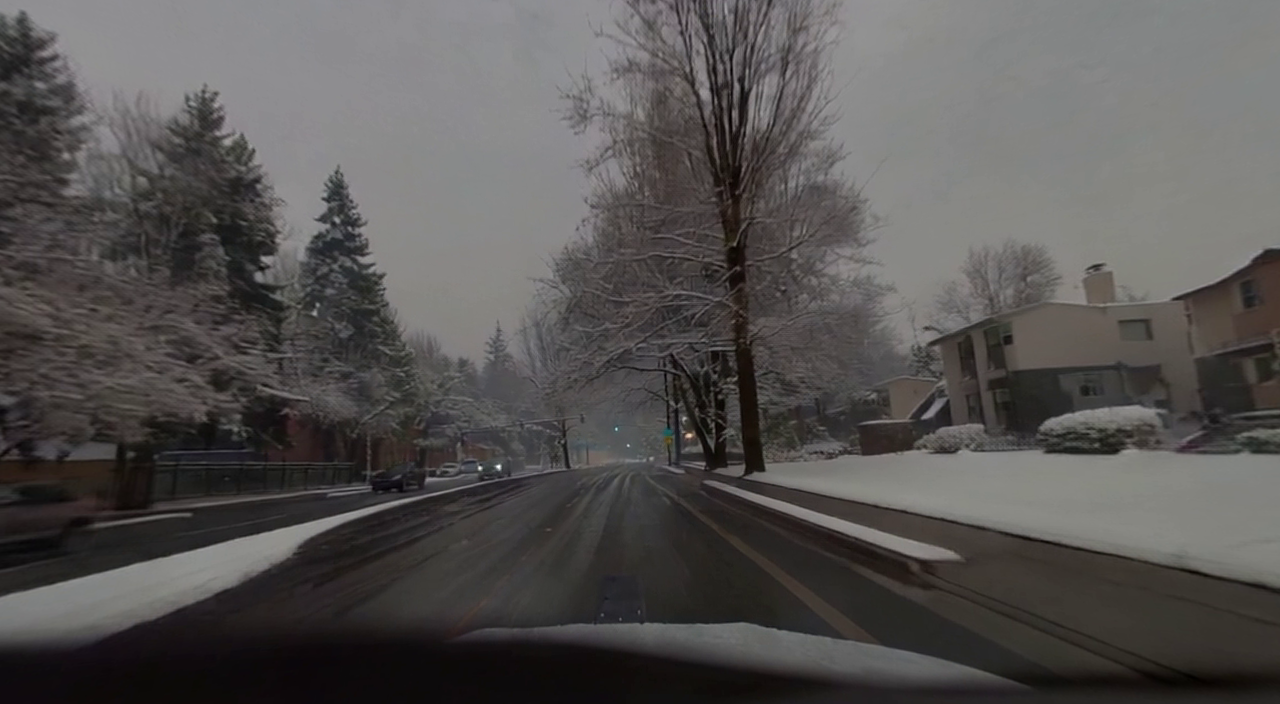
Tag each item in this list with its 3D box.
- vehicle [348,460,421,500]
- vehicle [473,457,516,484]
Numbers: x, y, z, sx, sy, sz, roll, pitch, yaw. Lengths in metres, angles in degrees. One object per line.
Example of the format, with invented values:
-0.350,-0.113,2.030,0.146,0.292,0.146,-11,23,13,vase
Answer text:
-13.105,6.562,32.570,1.979,1.757,4.514,0,-8,-2,vehicle
-10.033,8.152,43.658,1.984,1.646,4.529,0,-8,-1,vehicle
